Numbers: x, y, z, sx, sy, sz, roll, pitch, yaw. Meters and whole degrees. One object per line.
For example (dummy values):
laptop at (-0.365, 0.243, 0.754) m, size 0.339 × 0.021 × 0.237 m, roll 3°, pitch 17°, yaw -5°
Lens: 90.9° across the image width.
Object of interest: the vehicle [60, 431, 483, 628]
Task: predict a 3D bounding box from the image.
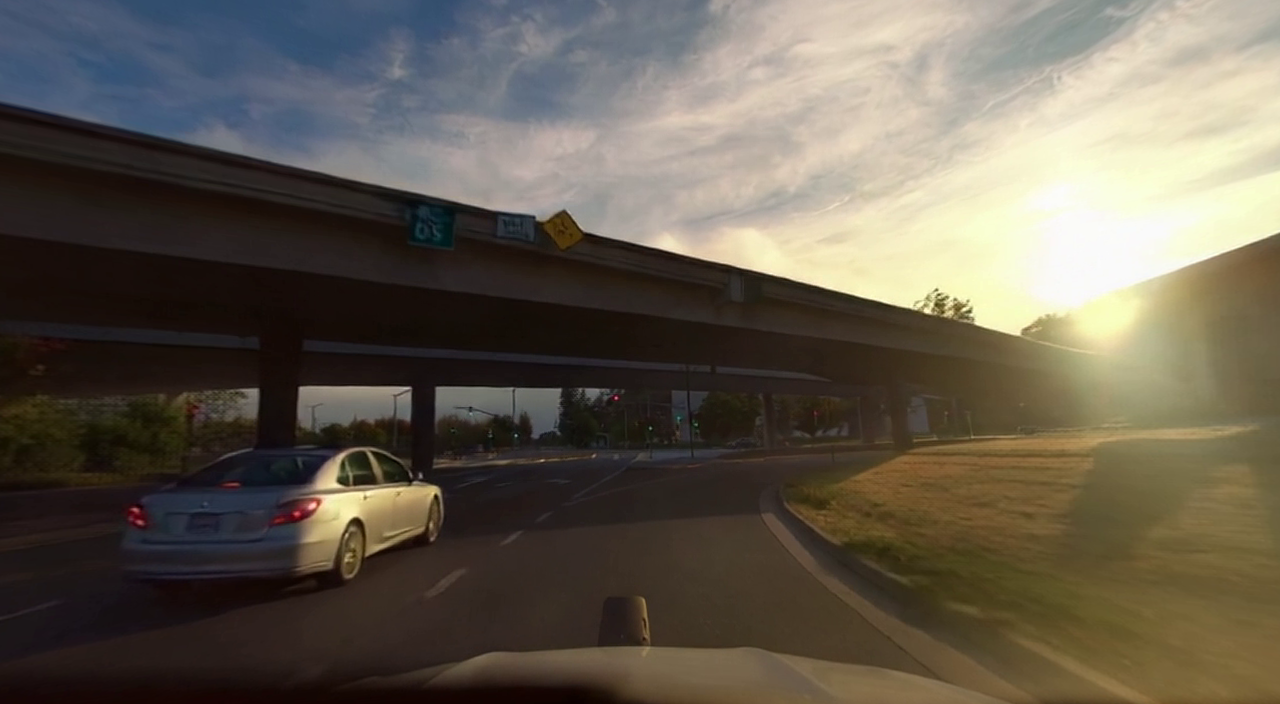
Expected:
vehicle at (-3.369, 1.713, 7.125) m, size 1.963 × 1.460 × 4.614 m, roll 0°, pitch -9°, yaw 0°
